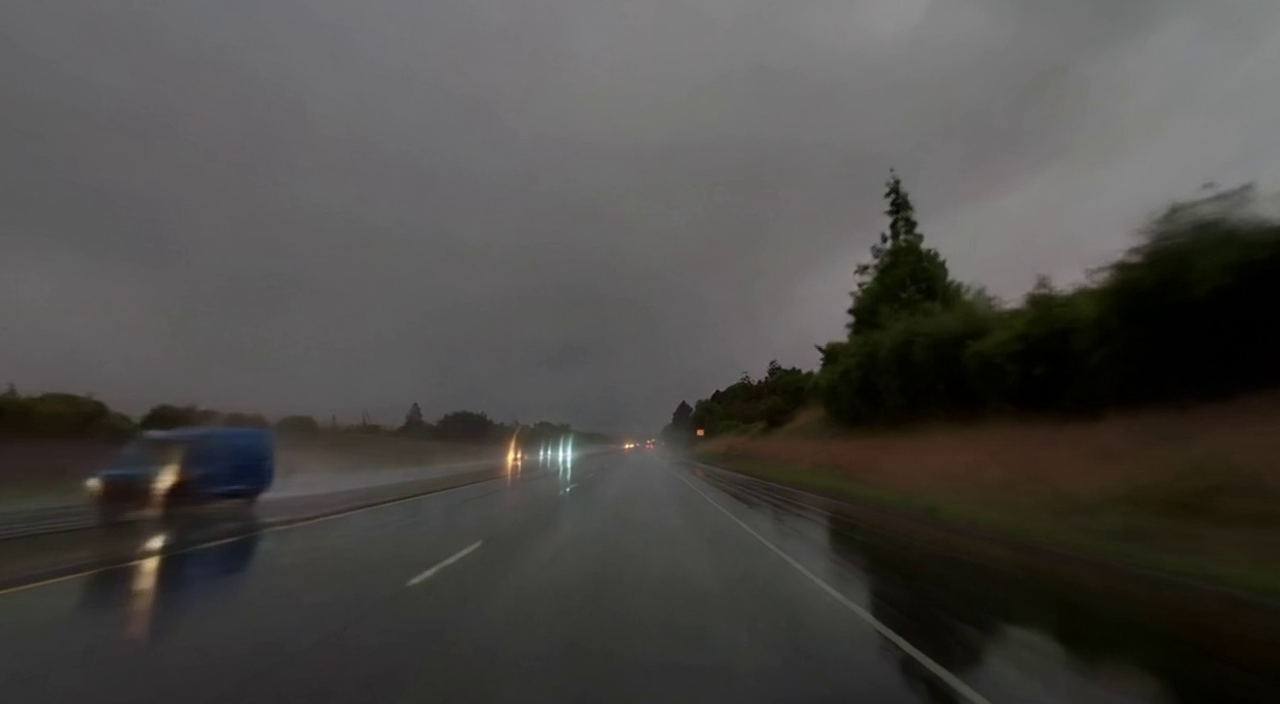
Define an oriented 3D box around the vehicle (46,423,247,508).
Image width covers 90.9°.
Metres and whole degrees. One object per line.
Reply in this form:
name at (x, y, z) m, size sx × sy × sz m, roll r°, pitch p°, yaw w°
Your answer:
vehicle at (-17.184, 3.977, 22.549) m, size 2.458 × 2.554 × 5.777 m, roll -2°, pitch -9°, yaw 0°
